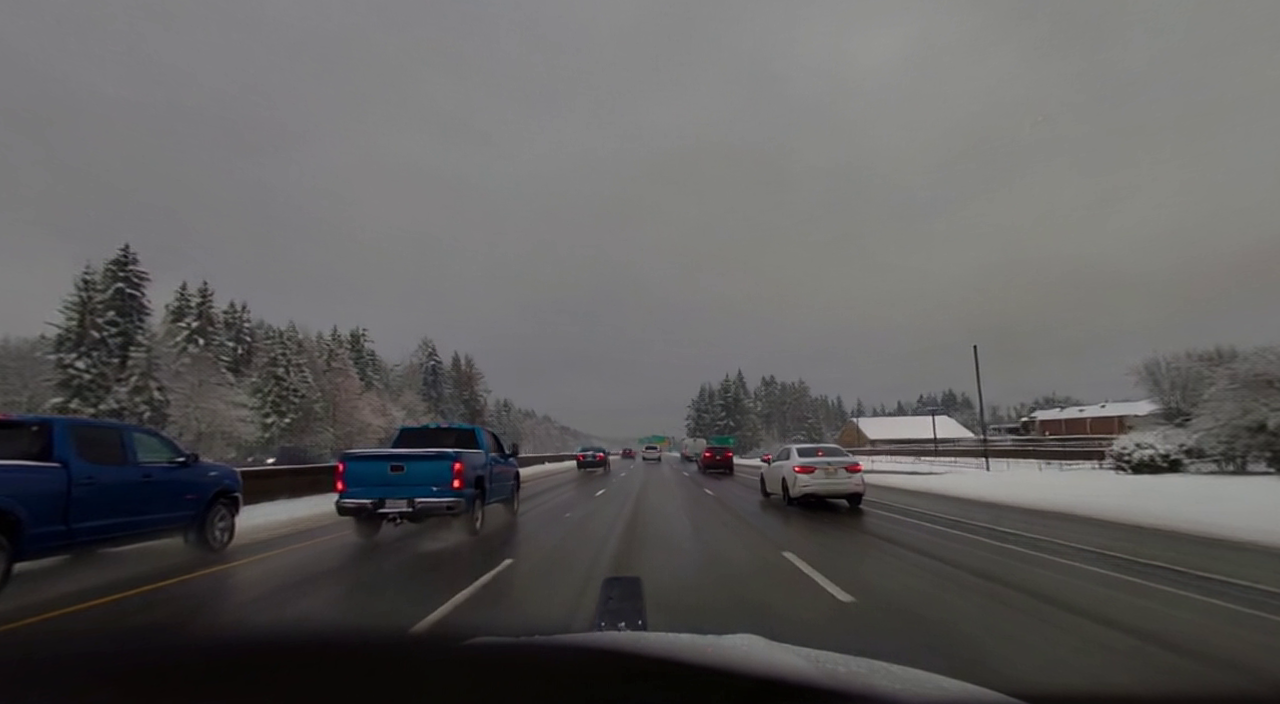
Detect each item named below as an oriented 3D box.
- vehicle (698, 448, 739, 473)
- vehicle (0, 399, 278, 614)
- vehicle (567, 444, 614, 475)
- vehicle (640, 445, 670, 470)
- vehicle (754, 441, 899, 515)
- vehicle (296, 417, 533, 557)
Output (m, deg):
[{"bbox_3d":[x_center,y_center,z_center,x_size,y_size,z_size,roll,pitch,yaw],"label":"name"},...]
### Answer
[{"bbox_3d":[4.938,6.900,40.498,2.072,1.456,4.537,0,-8,0],"label":"vehicle"},{"bbox_3d":[-6.627,1.510,6.697,2.428,1.812,5.131,0,-8,1],"label":"vehicle"},{"bbox_3d":[-2.831,6.284,37.156,2.209,1.714,4.576,0,-8,2],"label":"vehicle"},{"bbox_3d":[1.066,7.692,46.207,2.080,1.682,4.150,0,-8,1],"label":"vehicle"},{"bbox_3d":[4.246,2.923,15.245,2.111,1.498,4.466,0,-8,0],"label":"vehicle"},{"bbox_3d":[-3.283,2.065,10.429,2.146,1.775,4.553,0,-8,1],"label":"vehicle"}]
